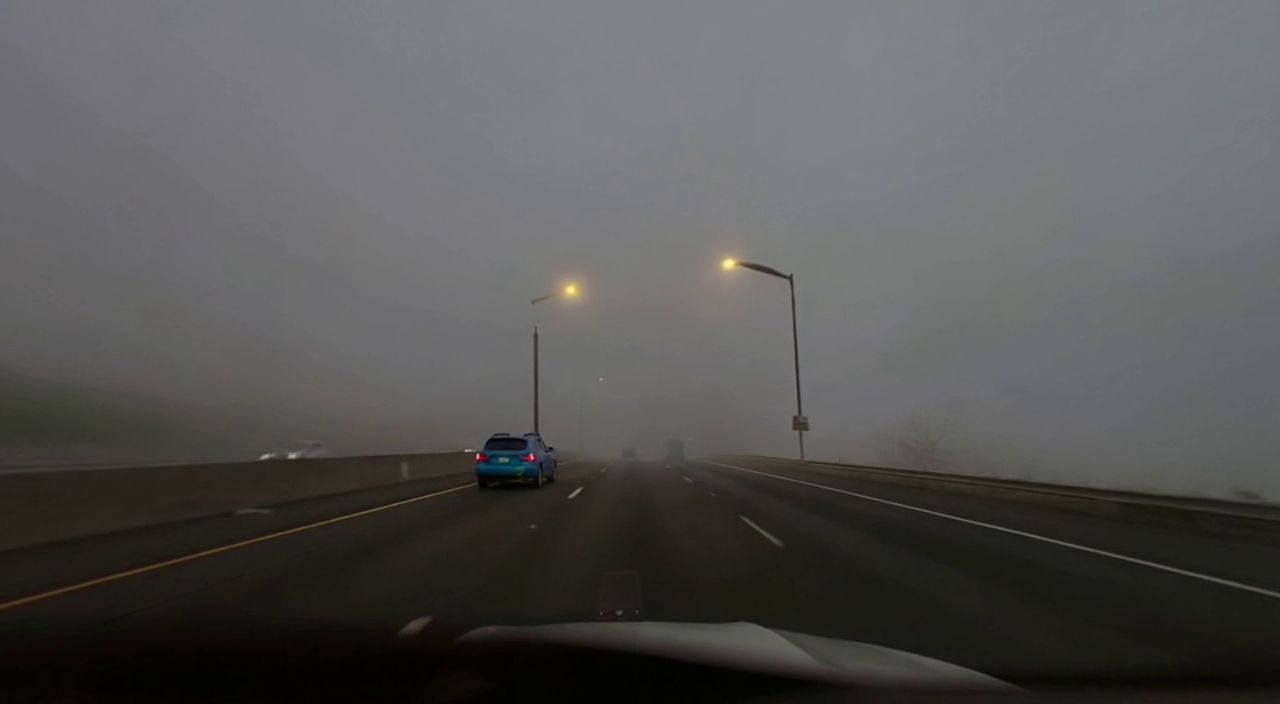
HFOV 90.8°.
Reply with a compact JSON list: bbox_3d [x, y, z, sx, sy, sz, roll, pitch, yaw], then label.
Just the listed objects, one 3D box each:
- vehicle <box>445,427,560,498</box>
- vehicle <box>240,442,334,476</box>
[{"bbox_3d":[-3.795,3.191,18.593,2.205,1.773,5.124,0,-9,0],"label":"vehicle"},{"bbox_3d":[-18.831,5.717,34.012,2.110,1.695,5.087,0,-9,0],"label":"vehicle"}]
